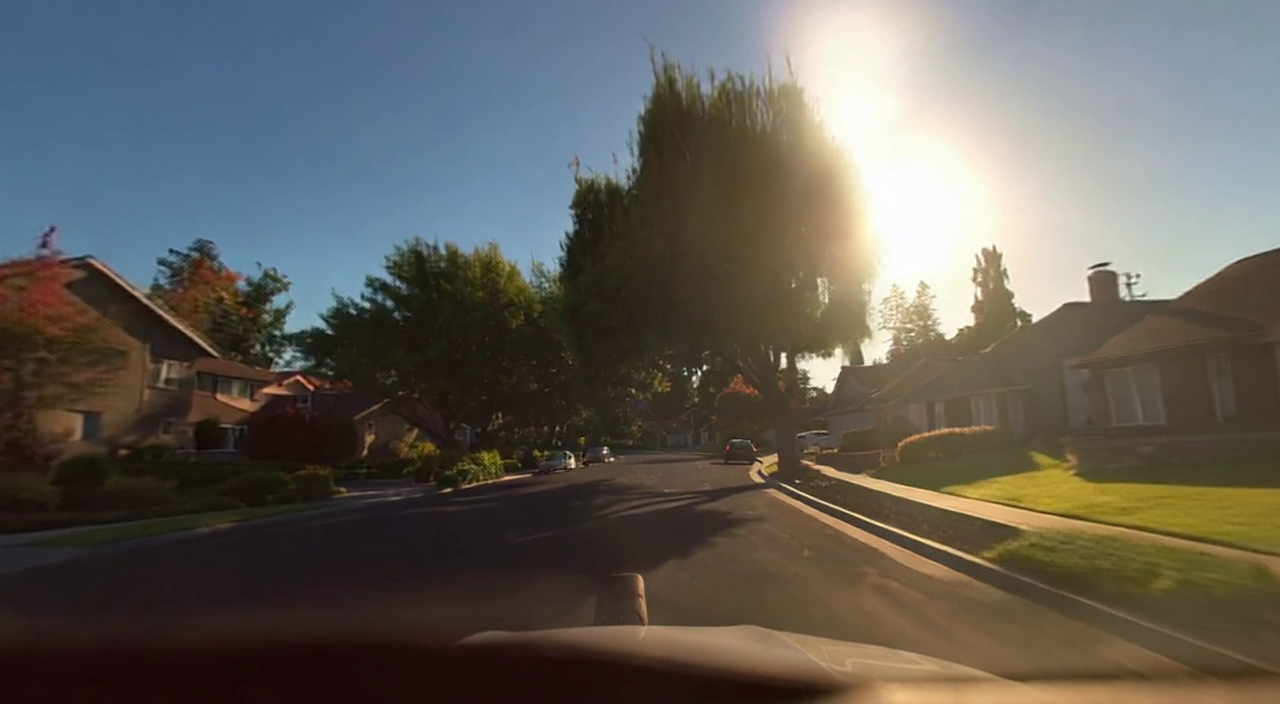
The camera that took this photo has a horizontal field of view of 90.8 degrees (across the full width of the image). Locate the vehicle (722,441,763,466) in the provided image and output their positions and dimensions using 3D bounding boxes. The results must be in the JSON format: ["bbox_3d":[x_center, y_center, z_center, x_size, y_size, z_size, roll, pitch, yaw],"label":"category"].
[{"bbox_3d":[6.649,6.643,41.565,2.088,1.522,4.449,-1,-9,2],"label":"vehicle"}]
